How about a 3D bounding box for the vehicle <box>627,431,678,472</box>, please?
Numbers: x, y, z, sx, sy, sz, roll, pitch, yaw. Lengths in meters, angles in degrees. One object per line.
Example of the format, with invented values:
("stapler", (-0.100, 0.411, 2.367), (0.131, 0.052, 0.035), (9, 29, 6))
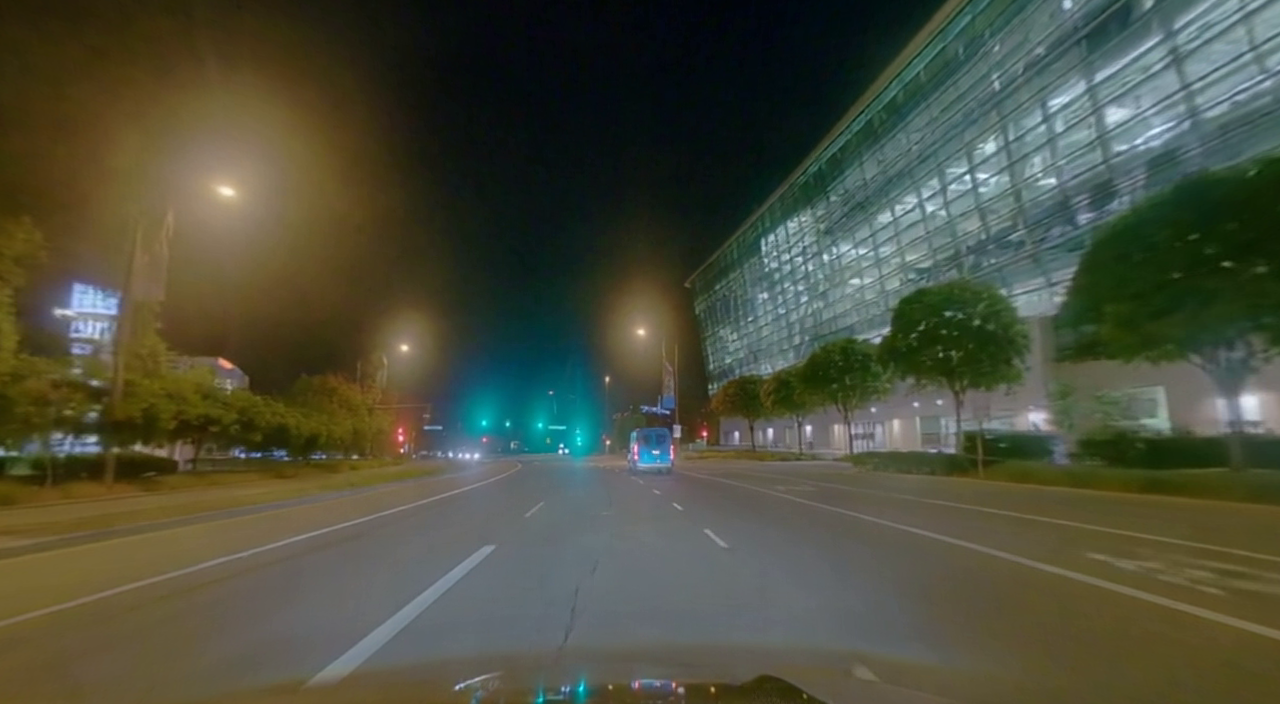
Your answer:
("vehicle", (0.646, 5.913, 37.549), (2.339, 2.244, 4.817), (1, -9, -8))
